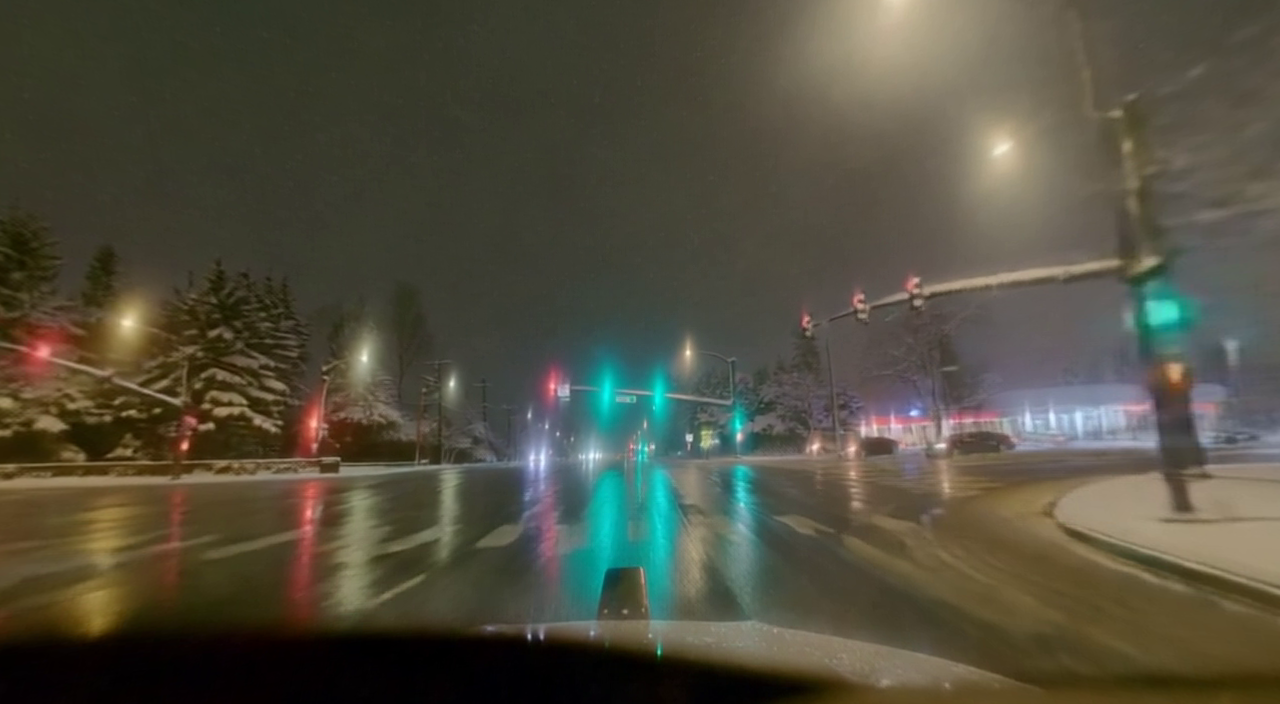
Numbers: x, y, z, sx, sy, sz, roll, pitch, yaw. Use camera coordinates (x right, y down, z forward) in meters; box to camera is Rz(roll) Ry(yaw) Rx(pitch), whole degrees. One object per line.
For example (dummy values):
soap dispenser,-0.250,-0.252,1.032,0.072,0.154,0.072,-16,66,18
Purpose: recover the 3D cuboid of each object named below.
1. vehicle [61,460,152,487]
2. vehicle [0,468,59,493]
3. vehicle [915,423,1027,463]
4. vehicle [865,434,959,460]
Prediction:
vehicle,-40.625,9.230,48.154,2.122,1.822,4.986,-2,-9,9
vehicle,-46.201,9.598,47.203,1.710,1.593,4.501,2,-9,-12
vehicle,17.809,4.915,34.021,4.721,1.637,2.256,-4,-8,-9
vehicle,15.918,5.576,37.005,4.582,1.436,2.073,1,-9,-7
